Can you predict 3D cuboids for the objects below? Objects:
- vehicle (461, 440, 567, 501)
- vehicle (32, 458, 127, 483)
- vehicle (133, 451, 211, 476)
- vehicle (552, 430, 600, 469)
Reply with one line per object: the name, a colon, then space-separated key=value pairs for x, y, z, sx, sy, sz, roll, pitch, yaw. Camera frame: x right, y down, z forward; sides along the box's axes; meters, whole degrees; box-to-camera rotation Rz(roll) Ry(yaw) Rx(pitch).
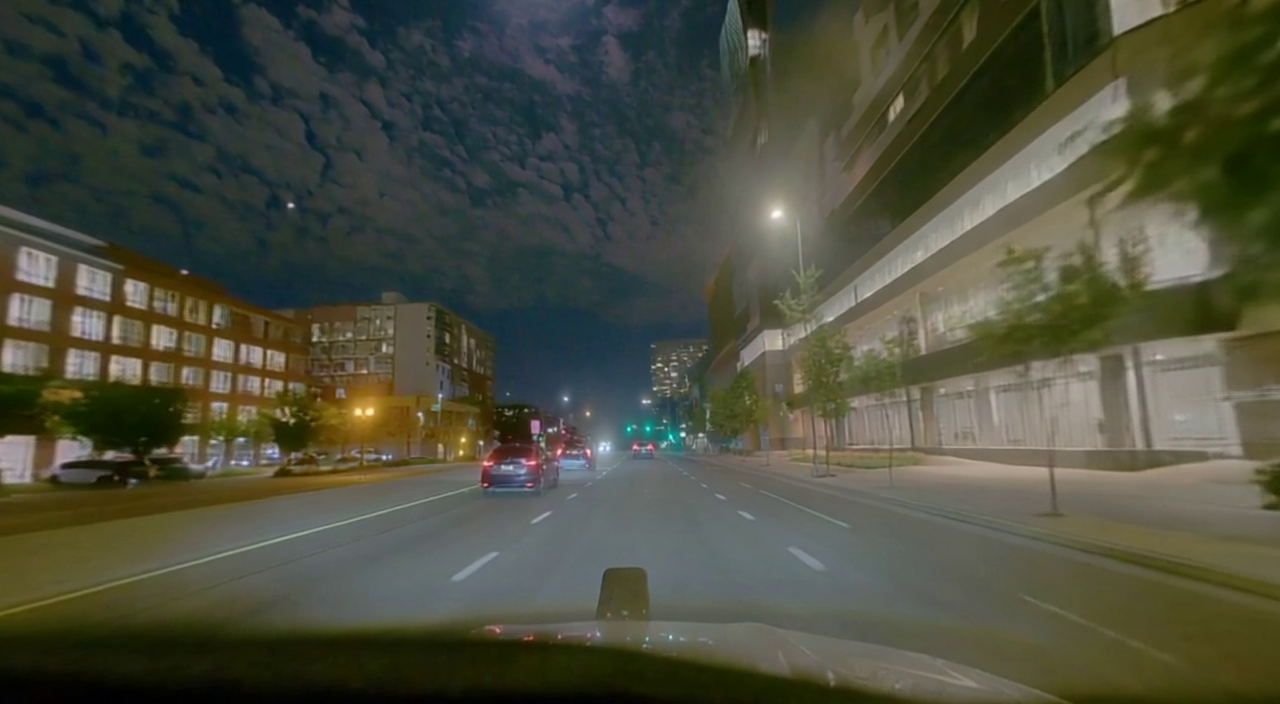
vehicle: x=-3.207 y=3.119 z=17.000 sx=1.959 sy=1.406 sz=4.272 roll=0 pitch=-8 yaw=0
vehicle: x=-36.893 y=7.764 z=41.515 sx=4.456 sy=1.533 sz=1.879 roll=0 pitch=-9 yaw=1
vehicle: x=-36.942 y=8.761 z=49.838 sx=4.402 sy=1.868 sz=2.071 roll=0 pitch=-9 yaw=-3
vehicle: x=-3.461 y=5.384 z=35.012 sx=2.152 sy=1.987 sz=4.527 roll=0 pitch=-8 yaw=1
